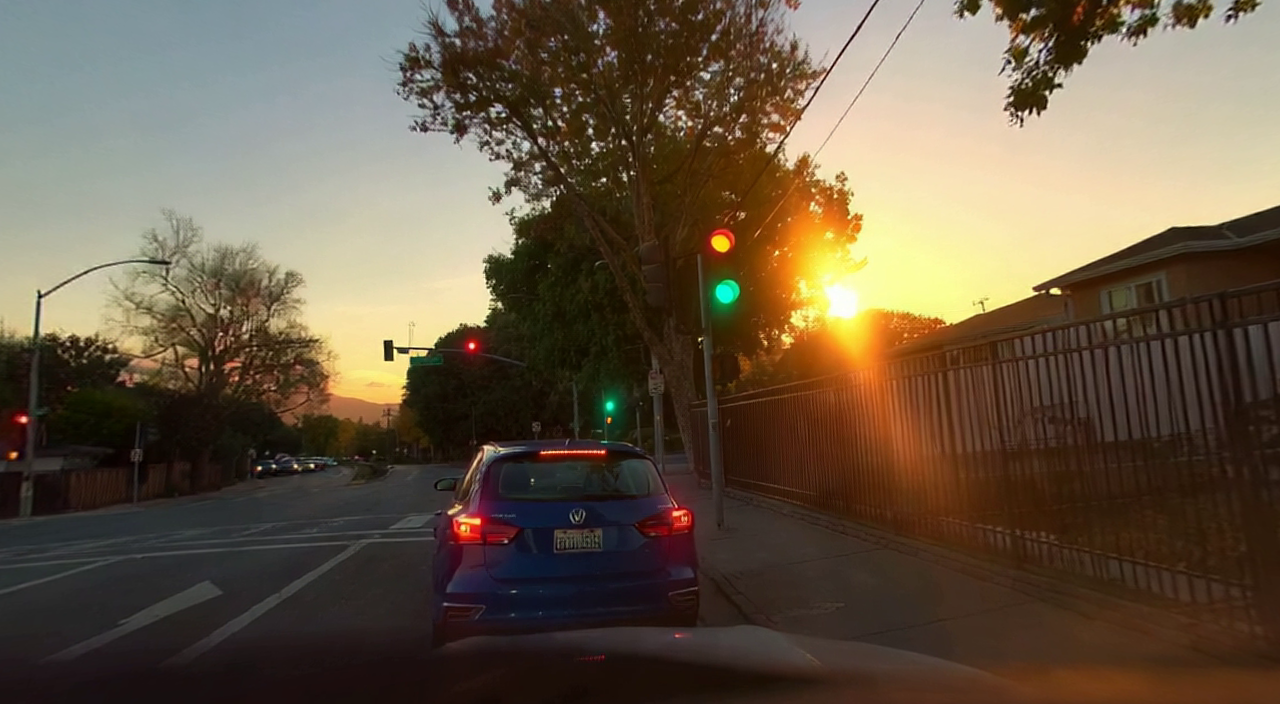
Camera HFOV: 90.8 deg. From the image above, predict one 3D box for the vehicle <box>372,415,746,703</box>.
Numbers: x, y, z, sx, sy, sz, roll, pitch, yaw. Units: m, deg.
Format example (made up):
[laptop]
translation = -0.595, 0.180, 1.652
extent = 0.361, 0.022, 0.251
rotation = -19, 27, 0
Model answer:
[vehicle]
translation = -0.685, 1.382, 5.356
extent = 2.024, 1.502, 3.702
rotation = 1, -9, -9
